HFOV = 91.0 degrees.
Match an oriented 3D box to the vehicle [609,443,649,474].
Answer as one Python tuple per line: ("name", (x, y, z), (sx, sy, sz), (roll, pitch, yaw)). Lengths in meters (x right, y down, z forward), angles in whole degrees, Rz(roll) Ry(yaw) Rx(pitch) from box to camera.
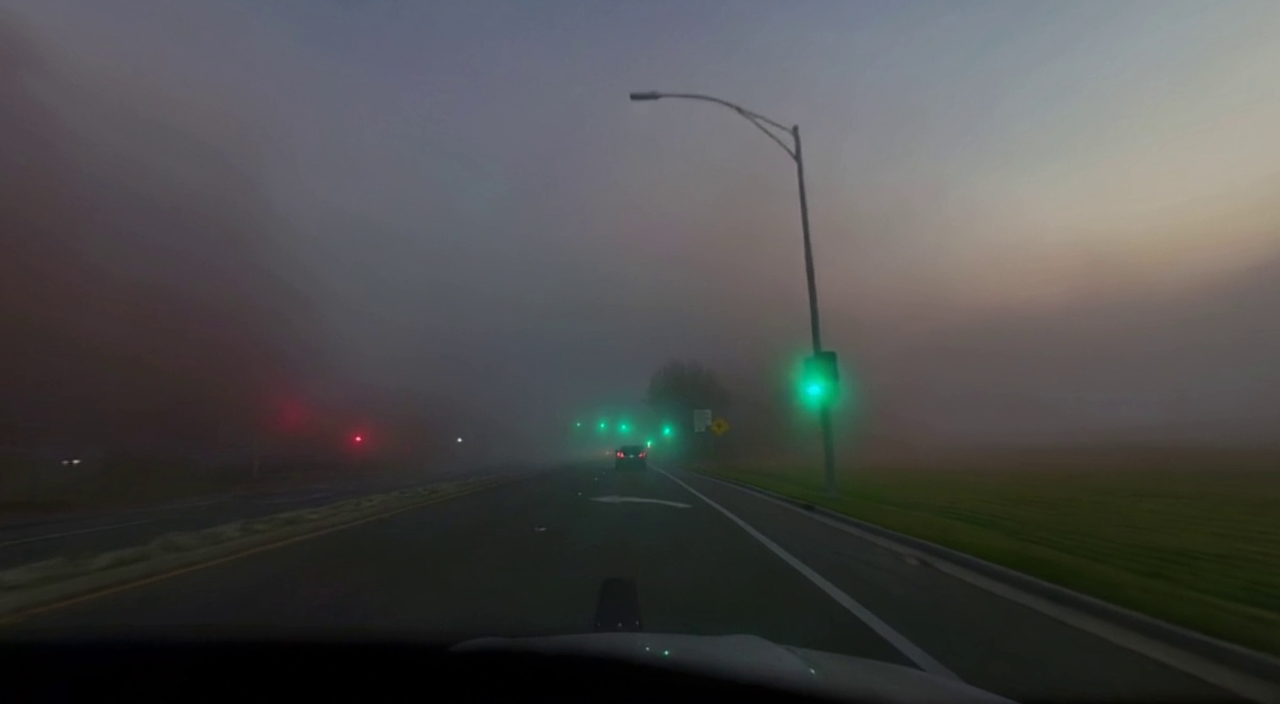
("vehicle", (-0.584, 5.502, 32.741), (1.954, 1.469, 3.465), (0, -8, -1))
